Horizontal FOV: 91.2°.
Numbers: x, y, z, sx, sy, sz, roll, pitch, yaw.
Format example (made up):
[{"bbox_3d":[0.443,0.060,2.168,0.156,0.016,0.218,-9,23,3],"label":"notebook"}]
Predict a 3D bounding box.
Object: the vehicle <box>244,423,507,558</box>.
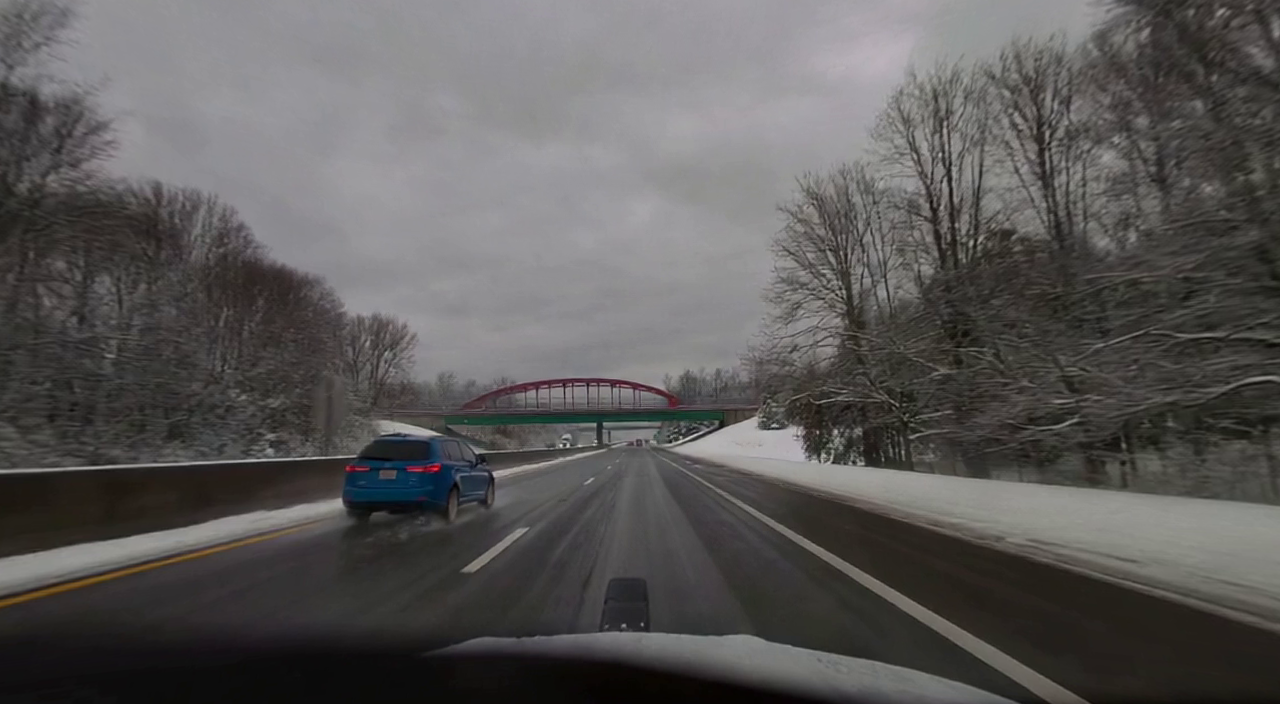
[{"bbox_3d":[-3.553,1.946,9.565,2.052,1.556,4.405,0,-8,0],"label":"vehicle"}]
